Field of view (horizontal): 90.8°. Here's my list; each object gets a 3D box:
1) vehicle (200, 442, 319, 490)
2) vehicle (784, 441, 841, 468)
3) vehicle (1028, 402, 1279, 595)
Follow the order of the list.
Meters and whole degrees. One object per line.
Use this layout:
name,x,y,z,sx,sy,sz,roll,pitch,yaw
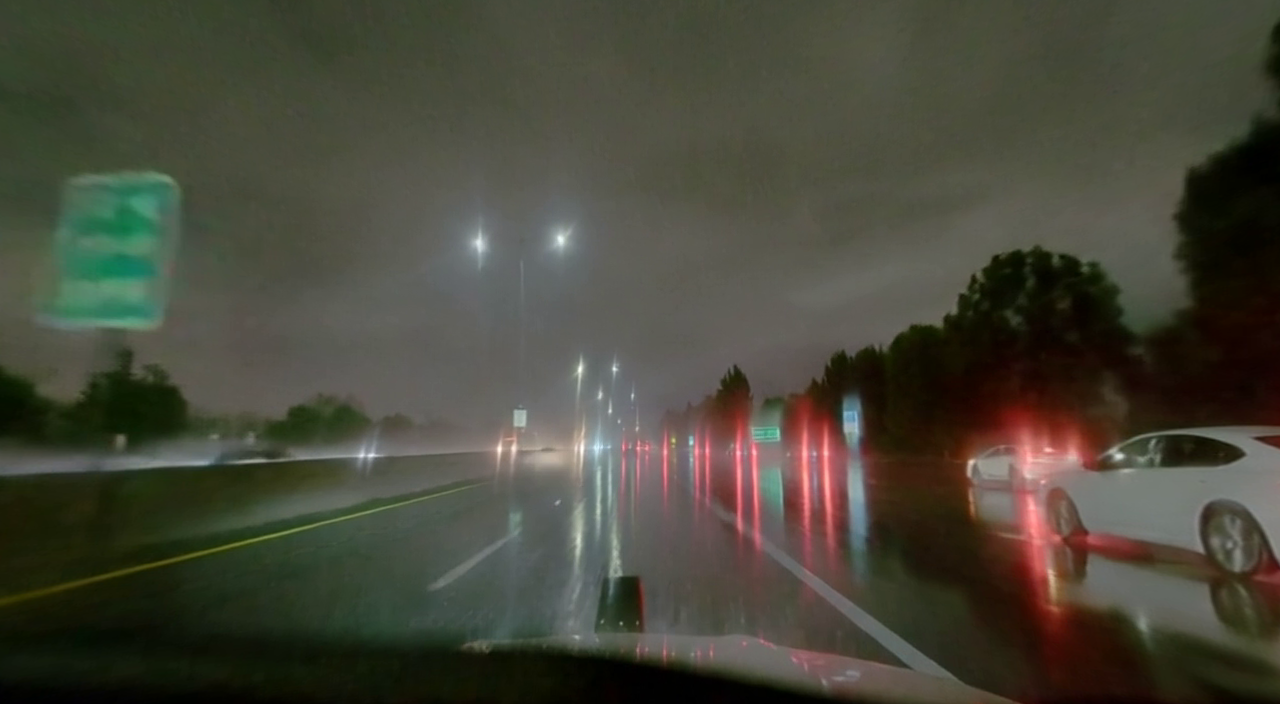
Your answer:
vehicle,-10.905,3.251,18.367,1.491,1.186,3.271,1,-8,-2
vehicle,10.477,6.292,38.833,1.962,1.536,4.945,0,-8,-2
vehicle,6.625,1.466,6.739,2.027,1.679,4.543,0,-8,-1
